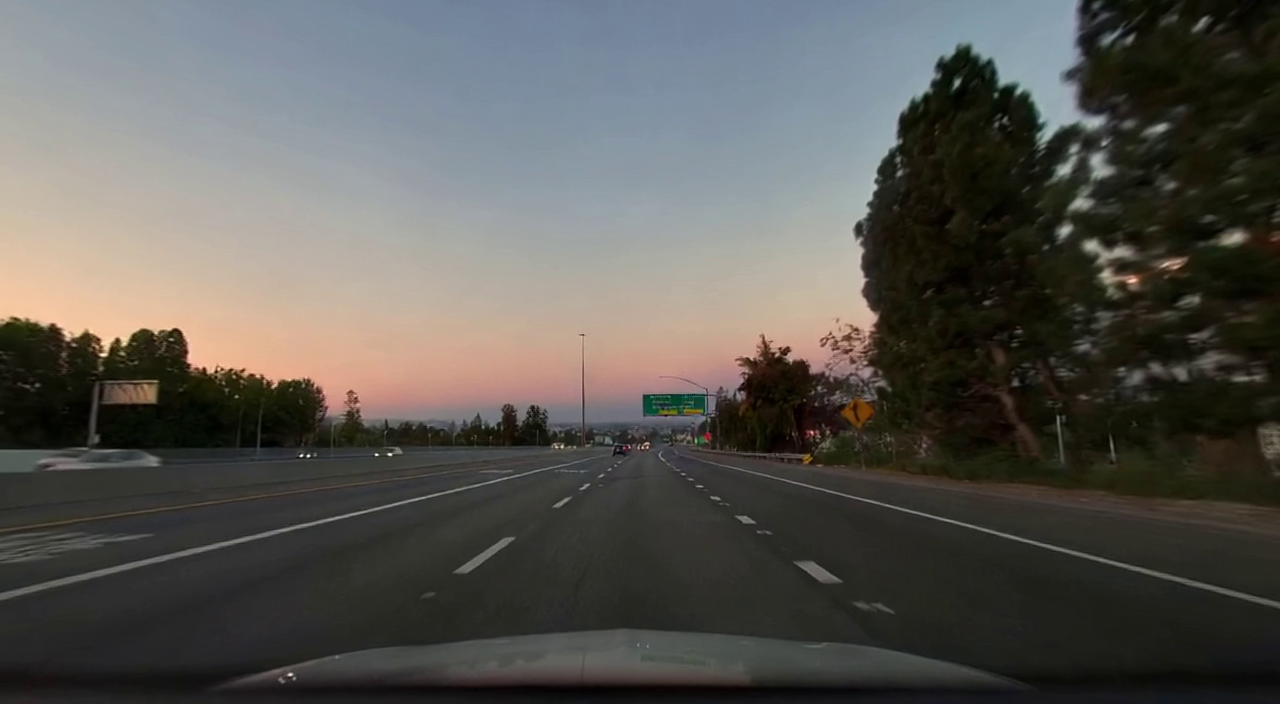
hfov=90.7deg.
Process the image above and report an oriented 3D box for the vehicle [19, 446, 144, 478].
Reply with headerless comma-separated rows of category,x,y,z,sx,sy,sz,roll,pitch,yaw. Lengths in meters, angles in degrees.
vehicle,-28.653,5.650,32.733,1.874,1.502,5.025,0,-9,1
